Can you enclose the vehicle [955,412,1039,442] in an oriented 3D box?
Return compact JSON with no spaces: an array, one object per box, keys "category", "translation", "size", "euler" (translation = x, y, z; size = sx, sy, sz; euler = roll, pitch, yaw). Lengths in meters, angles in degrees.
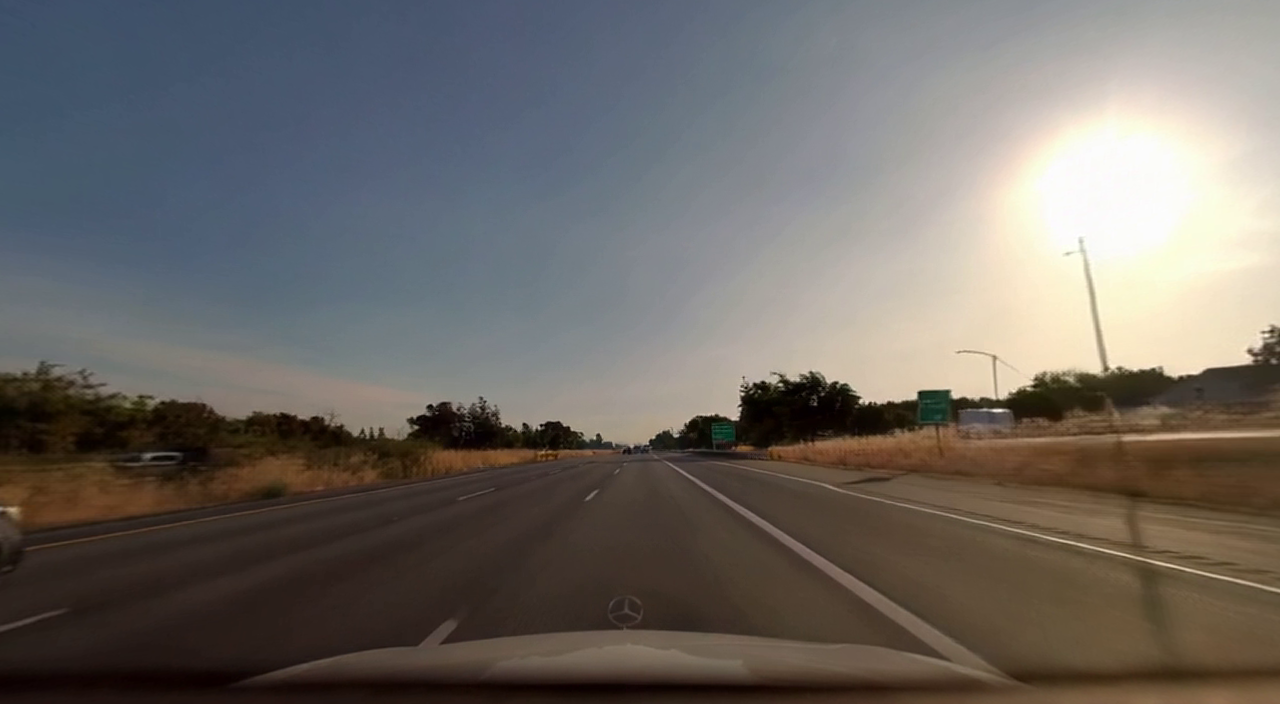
[{"category":"vehicle","translation":[23.543,5.034,41.950],"size":[2.268,1.833,5.691],"euler":[0,-8,0]}]
